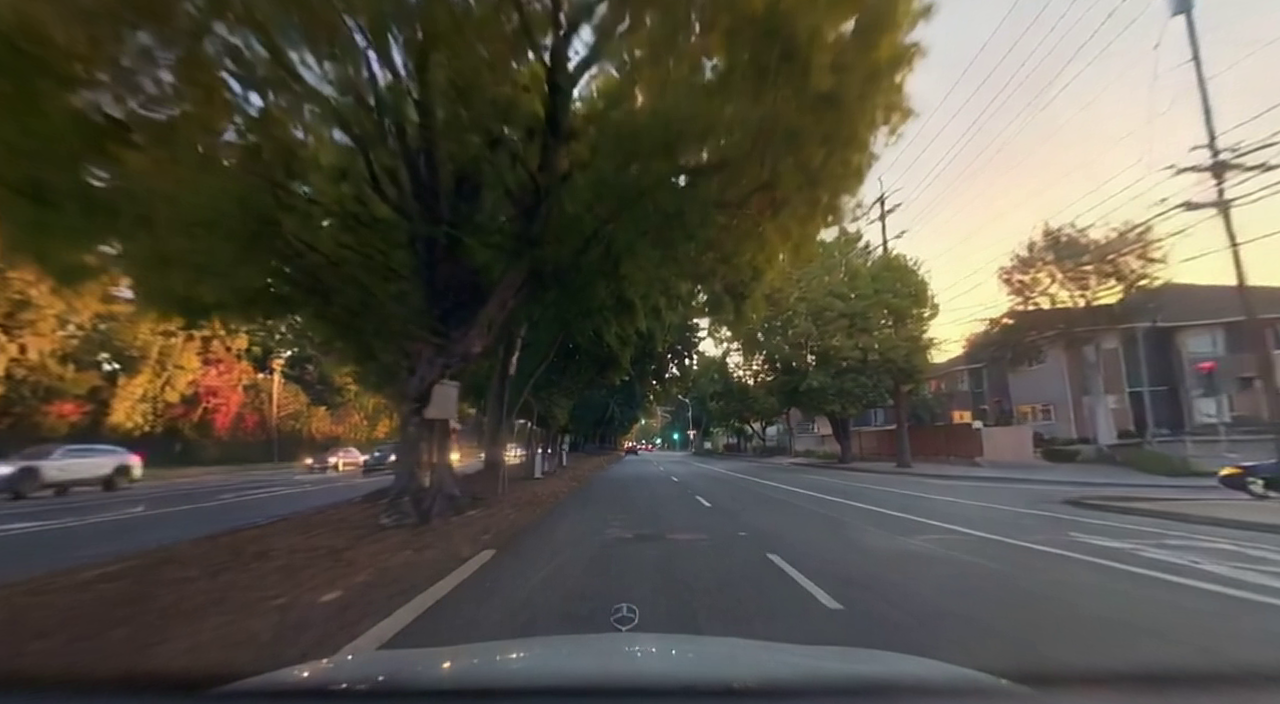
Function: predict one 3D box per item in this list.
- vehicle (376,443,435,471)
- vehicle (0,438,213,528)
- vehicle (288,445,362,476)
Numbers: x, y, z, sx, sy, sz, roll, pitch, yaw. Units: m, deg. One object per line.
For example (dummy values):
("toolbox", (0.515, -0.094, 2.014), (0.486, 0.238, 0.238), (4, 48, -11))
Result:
("vehicle", (-15.175, 6.794, 41.181), (2.169, 1.700, 4.450), (0, -8, 0))
("vehicle", (-11.704, 2.703, 13.672), (1.912, 1.509, 4.425), (-4, -7, -1))
("vehicle", (-18.552, 6.370, 37.492), (2.132, 1.690, 4.544), (0, -8, -1))
